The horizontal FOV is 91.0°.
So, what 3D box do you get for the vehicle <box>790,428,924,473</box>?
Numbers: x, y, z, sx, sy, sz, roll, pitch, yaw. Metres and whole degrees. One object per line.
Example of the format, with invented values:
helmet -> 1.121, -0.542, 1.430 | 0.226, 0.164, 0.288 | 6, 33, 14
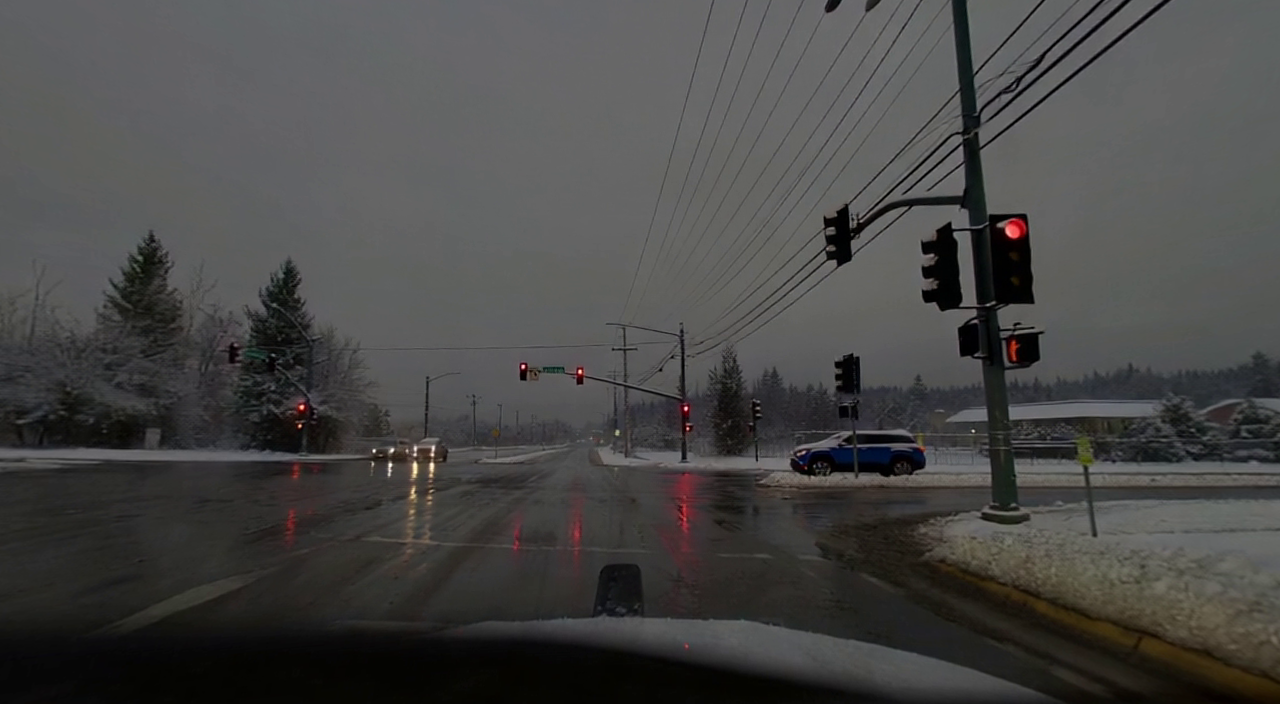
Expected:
vehicle -> 8.694, 4.019, 25.727 | 4.884, 1.714, 2.021 | -2, -9, 12
